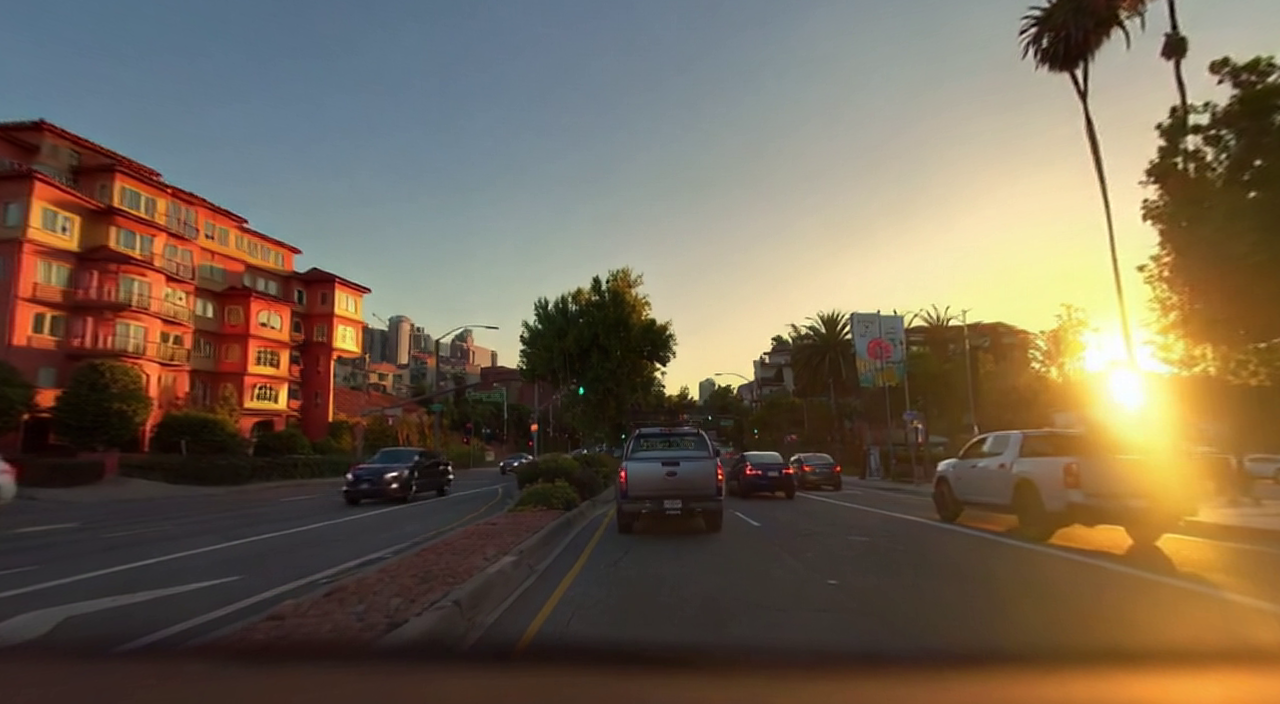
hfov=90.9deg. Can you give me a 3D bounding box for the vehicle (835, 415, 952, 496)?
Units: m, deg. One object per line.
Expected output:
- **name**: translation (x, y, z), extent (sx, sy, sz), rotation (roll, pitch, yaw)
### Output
- **vehicle**: translation (10.818, 4.349, 27.562), extent (2.663, 3.061, 5.602), rotation (-1, -5, 0)

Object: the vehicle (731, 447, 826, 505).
- **vehicle**: translation (4.190, 3.810, 19.811), extent (2.072, 1.595, 4.124), rotation (0, -9, 0)

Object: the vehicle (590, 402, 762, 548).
- **vehicle**: translation (0.578, 2.209, 11.978), extent (2.487, 2.115, 5.444), rotation (0, -9, 1)

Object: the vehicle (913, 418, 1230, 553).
- **vehicle**: translation (7.511, 2.370, 11.990), extent (2.215, 1.973, 5.323), rotation (0, -9, 0)

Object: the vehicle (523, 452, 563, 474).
- **vehicle**: translation (-7.326, 8.449, 48.196), extent (2.061, 1.496, 4.600), rotation (-1, -9, 4)

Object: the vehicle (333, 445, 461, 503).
- **vehicle**: translation (-7.958, 4.020, 21.282), extent (2.268, 1.733, 4.821), rotation (0, -9, 2)
